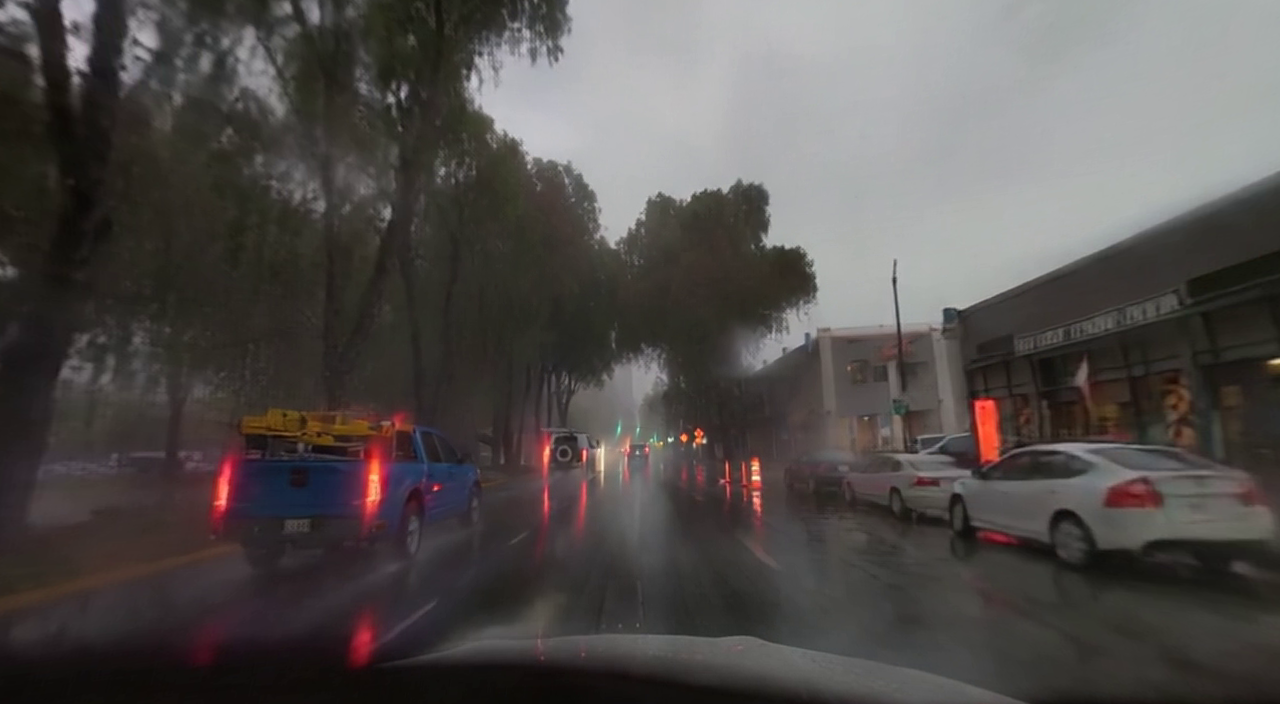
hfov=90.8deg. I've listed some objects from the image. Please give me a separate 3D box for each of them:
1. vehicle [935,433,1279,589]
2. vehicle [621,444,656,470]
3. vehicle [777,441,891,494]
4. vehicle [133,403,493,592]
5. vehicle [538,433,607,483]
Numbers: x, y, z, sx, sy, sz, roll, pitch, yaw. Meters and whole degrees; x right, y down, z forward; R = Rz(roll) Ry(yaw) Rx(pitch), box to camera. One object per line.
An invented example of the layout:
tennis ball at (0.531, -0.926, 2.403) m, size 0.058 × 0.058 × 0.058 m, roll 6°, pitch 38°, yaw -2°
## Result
vehicle at (6.031, 1.910, 8.537) m, size 2.045 × 1.505 × 4.615 m, roll -1°, pitch -9°, yaw 3°
vehicle at (-0.183, 7.580, 45.821) m, size 2.413 × 1.748 × 4.406 m, roll 0°, pitch -9°, yaw -2°
vehicle at (6.599, 3.978, 22.219) m, size 2.126 × 1.642 × 4.888 m, roll 0°, pitch -9°, yaw -4°
vehicle at (-3.634, 1.719, 8.292) m, size 2.327 × 1.775 × 4.430 m, roll 0°, pitch -9°, yaw 0°
vehicle at (-2.942, 4.832, 29.138) m, size 2.424 × 2.063 × 5.678 m, roll 0°, pitch -9°, yaw 2°
